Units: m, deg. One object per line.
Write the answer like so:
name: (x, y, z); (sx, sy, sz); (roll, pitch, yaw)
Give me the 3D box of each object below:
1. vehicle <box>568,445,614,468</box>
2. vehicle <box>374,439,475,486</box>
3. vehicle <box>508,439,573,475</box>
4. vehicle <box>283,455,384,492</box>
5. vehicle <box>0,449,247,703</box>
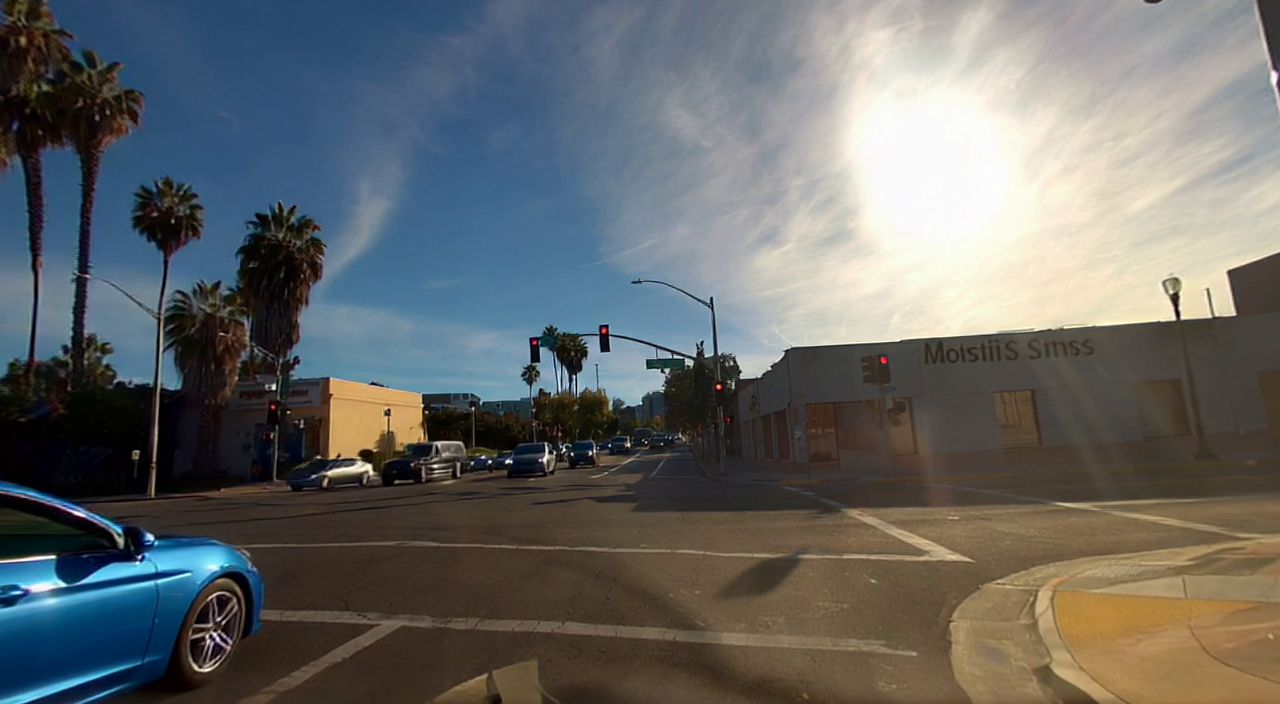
vehicle: (-3.301, 7.185, 43.675); (1.839, 1.468, 4.549); (-2, -9, 13)
vehicle: (-9.359, 4.837, 28.031); (2.152, 1.825, 5.406); (-1, -9, 5)
vehicle: (-5.069, 5.458, 32.897); (2.092, 1.709, 4.775); (-1, -9, 6)
vehicle: (-13.144, 5.216, 27.471); (1.880, 1.440, 4.418); (-1, -9, 5)
vehicle: (-3.707, 1.018, 2.257); (1.850, 1.325, 4.295); (0, -9, 0)
